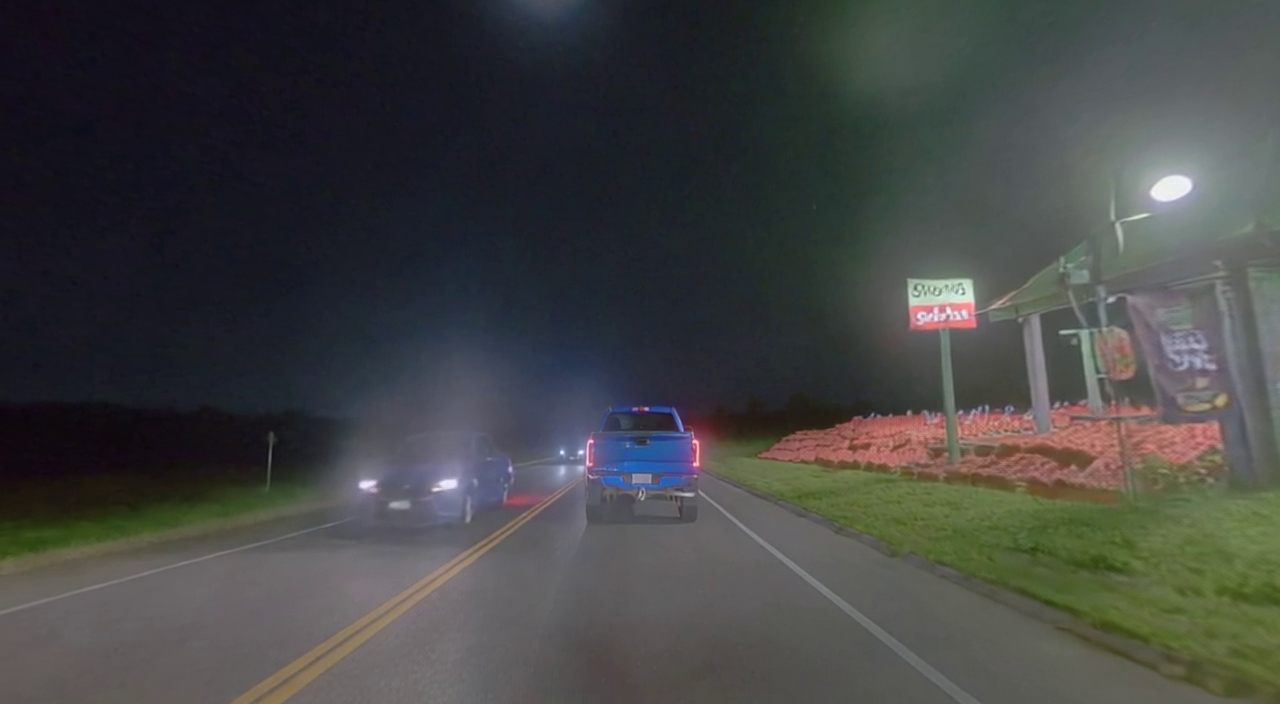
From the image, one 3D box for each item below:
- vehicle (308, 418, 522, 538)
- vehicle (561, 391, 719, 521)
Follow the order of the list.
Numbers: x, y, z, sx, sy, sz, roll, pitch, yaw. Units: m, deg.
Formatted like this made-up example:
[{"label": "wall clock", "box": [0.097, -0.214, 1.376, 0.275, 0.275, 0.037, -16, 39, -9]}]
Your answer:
[{"label": "vehicle", "box": [-3.821, 2.232, 11.847, 2.341, 1.726, 4.579, -1, -8, 0]}, {"label": "vehicle", "box": [-0.071, 2.214, 13.834, 2.693, 2.223, 5.885, 0, -8, -2]}]
